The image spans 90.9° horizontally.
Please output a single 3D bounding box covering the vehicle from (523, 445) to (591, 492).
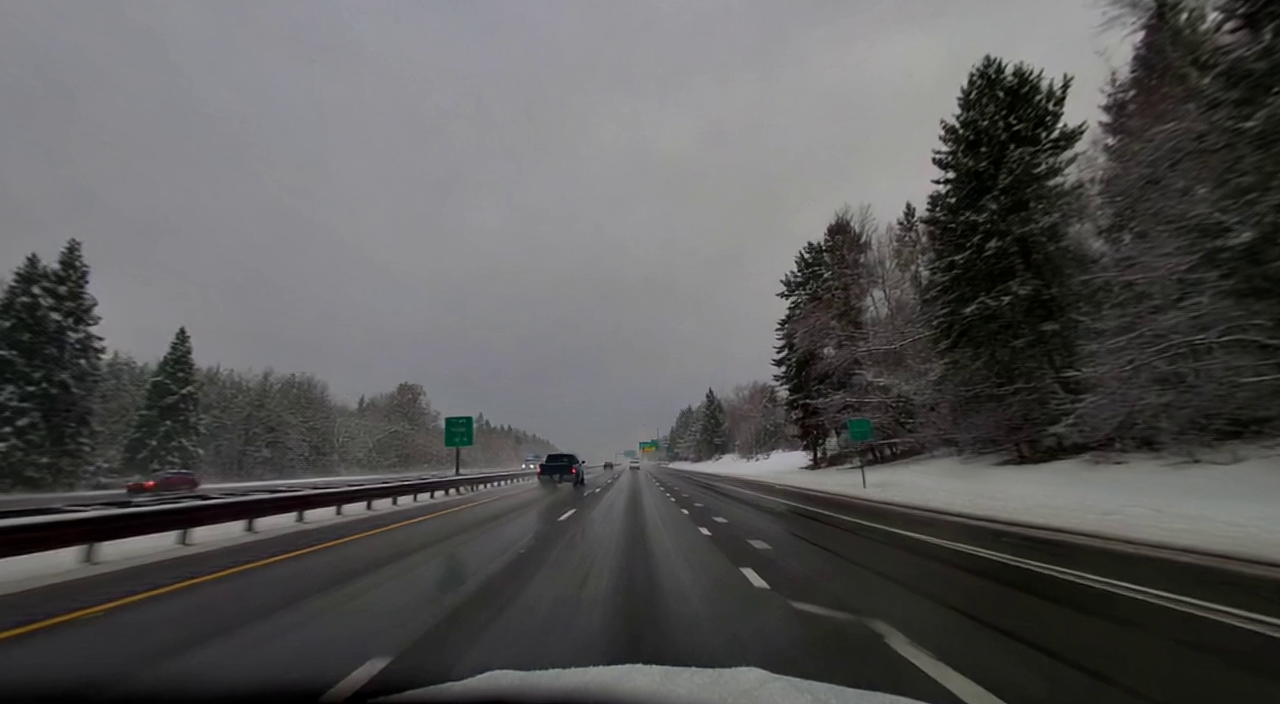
[{"bbox_3d":[-3.572,5.182,28.080,2.390,1.879,4.423,1,-10,1],"label":"vehicle"}]

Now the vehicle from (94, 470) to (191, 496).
[{"bbox_3d":[-30.741,8.108,39.099,1.771,1.457,4.492,-1,-11,11],"label":"vehicle"}]
